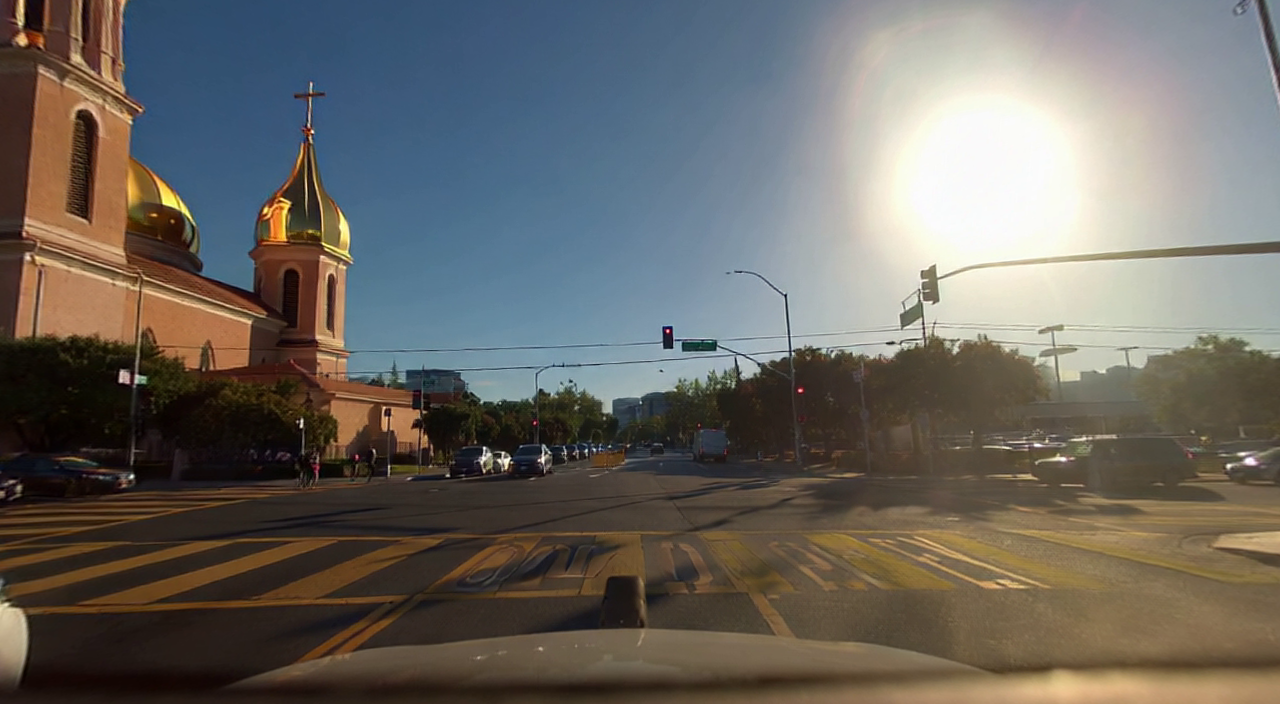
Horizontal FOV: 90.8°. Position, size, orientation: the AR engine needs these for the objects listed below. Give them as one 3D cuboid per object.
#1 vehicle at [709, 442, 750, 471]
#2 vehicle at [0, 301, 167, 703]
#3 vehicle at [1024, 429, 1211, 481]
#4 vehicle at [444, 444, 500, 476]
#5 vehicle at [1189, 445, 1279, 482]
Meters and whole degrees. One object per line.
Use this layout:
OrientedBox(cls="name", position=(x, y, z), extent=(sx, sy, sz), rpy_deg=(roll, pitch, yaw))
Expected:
OrientedBox(cls="vehicle", position=(5.824, 6.850, 41.489), extent=(1.969, 1.776, 4.329), rpy_deg=(0, -8, -1))
OrientedBox(cls="vehicle", position=(-3.886, 0.503, 0.706), extent=(2.251, 2.009, 5.688), rpy_deg=(0, -8, 0))
OrientedBox(cls="vehicle", position=(19.877, 4.291, 26.550), extent=(5.852, 2.057, 2.361), rpy_deg=(0, -8, 0))
OrientedBox(cls="vehicle", position=(-10.229, 6.610, 38.956), extent=(2.076, 1.876, 4.669), rpy_deg=(0, -8, 1))
OrientedBox(cls="vehicle", position=(26.384, 4.682, 26.682), extent=(4.561, 1.475, 1.850), rpy_deg=(0, -8, 0))
